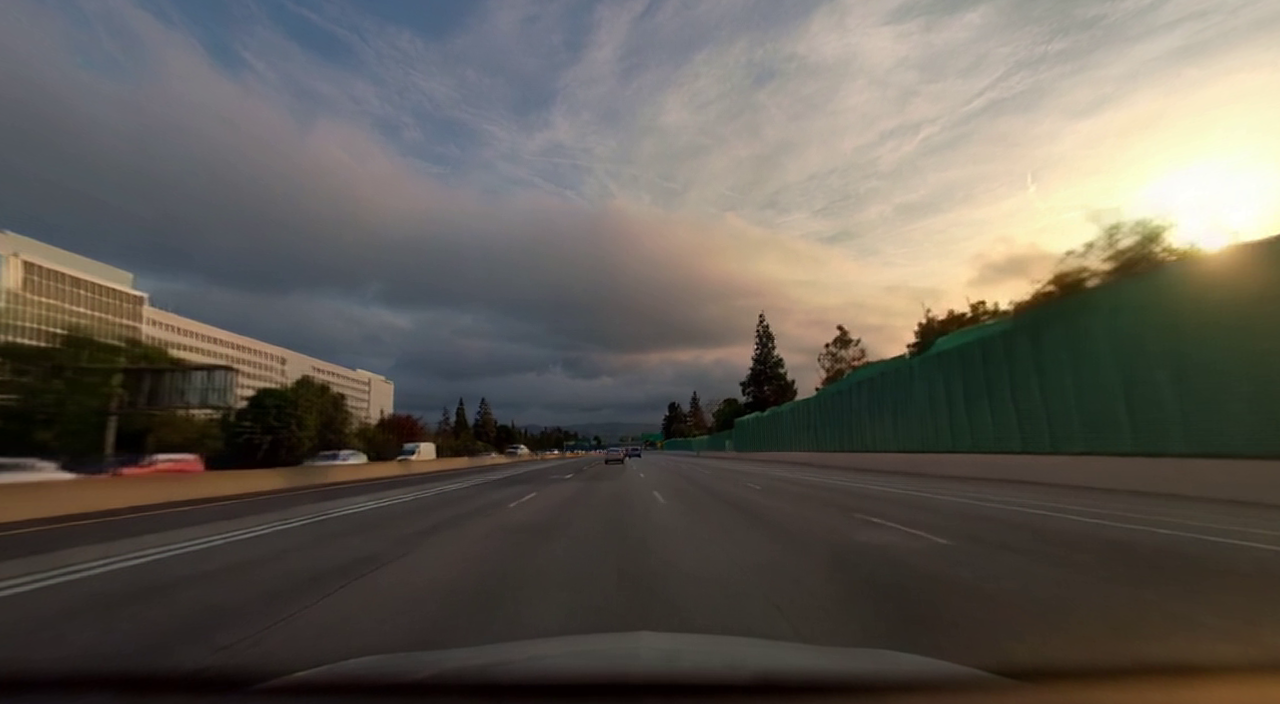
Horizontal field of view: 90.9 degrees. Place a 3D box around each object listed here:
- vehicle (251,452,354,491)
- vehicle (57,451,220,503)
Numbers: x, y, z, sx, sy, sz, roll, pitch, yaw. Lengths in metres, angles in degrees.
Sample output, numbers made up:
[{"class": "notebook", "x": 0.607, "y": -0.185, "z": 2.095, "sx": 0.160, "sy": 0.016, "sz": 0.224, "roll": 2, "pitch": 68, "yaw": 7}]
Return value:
[{"class": "vehicle", "x": -13.560, "y": 4.798, "z": 25.648, "sx": 1.868, "sy": 1.426, "sz": 4.366, "roll": 0, "pitch": -9, "yaw": -1}, {"class": "vehicle", "x": -17.295, "y": 4.288, "z": 22.113, "sx": 1.901, "sy": 1.605, "sz": 4.654, "roll": 0, "pitch": -9, "yaw": -1}]
